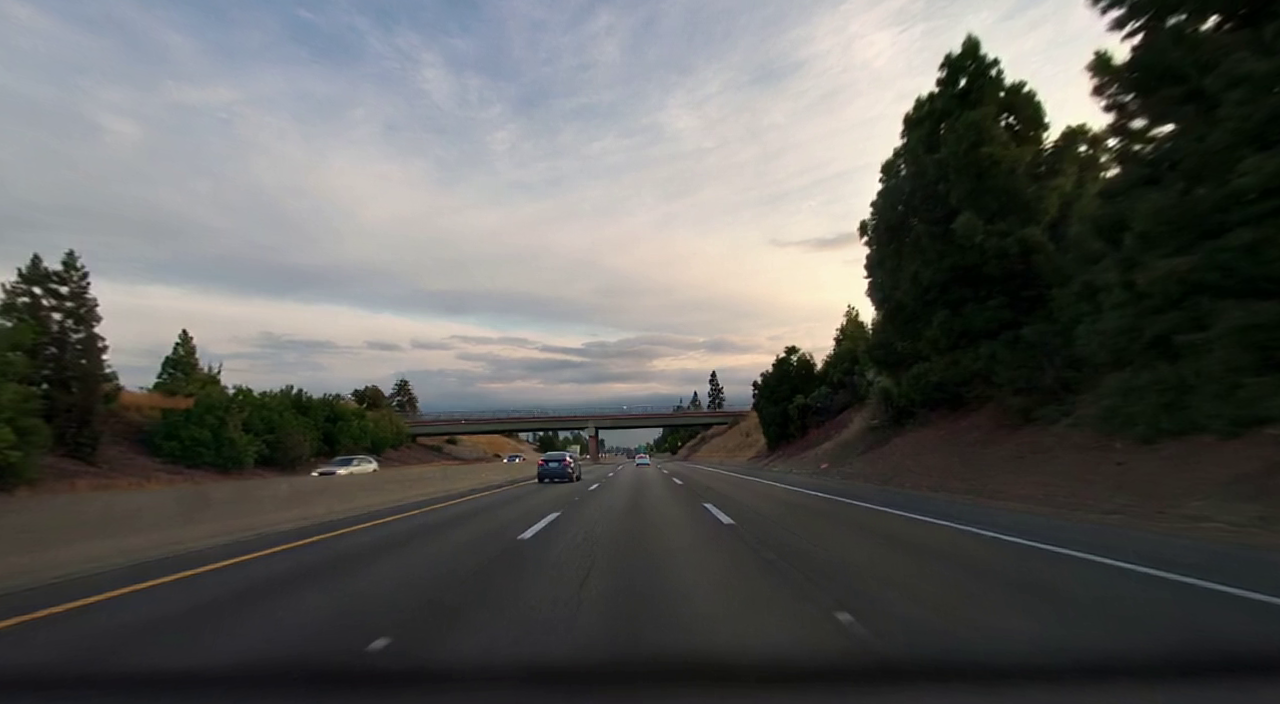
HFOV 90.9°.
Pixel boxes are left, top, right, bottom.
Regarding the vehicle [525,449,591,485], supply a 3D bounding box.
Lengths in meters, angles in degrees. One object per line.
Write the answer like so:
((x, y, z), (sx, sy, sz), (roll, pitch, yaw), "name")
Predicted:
((-3.488, 5.017, 27.799), (2.293, 1.462, 4.452), (0, -9, 0), "vehicle")
